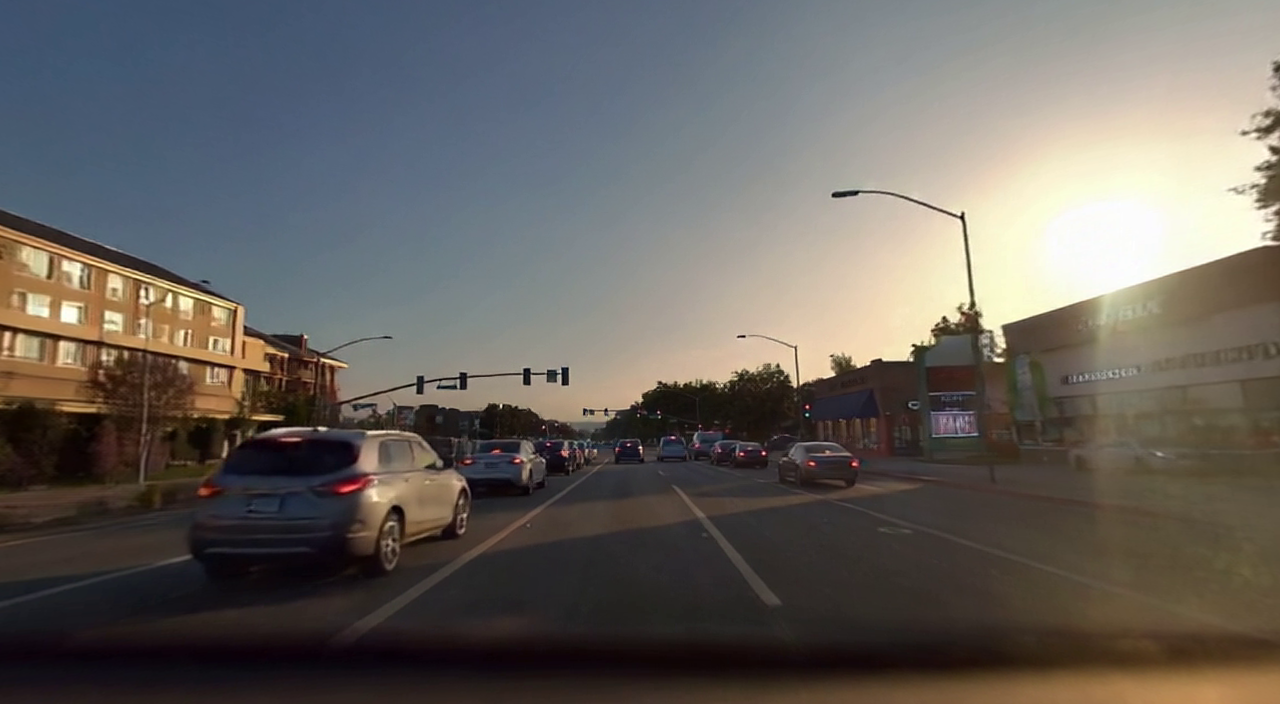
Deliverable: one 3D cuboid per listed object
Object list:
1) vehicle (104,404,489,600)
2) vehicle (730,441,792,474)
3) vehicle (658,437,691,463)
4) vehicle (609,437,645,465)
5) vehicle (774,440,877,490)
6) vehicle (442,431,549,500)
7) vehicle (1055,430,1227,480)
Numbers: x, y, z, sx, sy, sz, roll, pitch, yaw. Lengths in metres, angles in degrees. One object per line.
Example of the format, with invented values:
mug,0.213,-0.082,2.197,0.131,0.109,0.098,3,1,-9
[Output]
vehicle,-3.449,1.597,7.601,2.143,1.643,4.336,0,-8,1
vehicle,5.790,5.118,30.927,1.969,1.502,4.663,0,-8,-2
vehicle,2.451,7.049,45.448,2.018,1.779,4.338,0,-8,-1
vehicle,-0.888,6.630,42.465,2.261,1.741,4.255,0,-8,-1
vehicle,5.935,3.661,20.863,2.017,1.453,4.497,0,-8,0
vehicle,-3.760,3.023,17.193,1.934,1.624,3.964,0,-8,0
vehicle,16.380,3.395,21.060,1.819,1.457,4.680,0,-8,-1
